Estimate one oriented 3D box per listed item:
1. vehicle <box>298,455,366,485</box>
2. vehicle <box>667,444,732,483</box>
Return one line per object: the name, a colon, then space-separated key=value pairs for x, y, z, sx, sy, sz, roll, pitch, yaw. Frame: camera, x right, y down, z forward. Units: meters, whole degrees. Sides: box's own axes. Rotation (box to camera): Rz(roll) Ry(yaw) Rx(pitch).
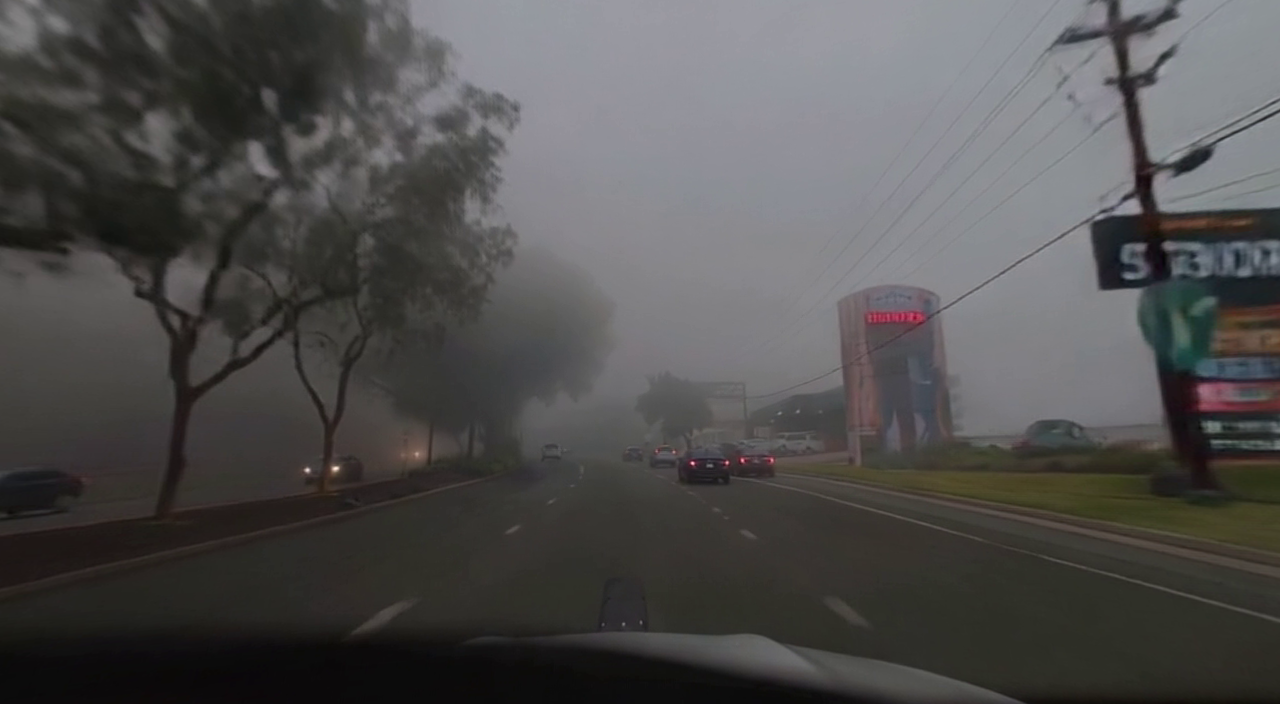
vehicle: x=-17.407 y=6.678 z=35.875 sx=1.873 sy=1.507 sz=4.204 roll=0 pitch=-8 yaw=-3
vehicle: x=2.405 y=4.627 z=26.557 sx=2.130 sy=1.476 sz=4.453 roll=0 pitch=-9 yaw=-2
